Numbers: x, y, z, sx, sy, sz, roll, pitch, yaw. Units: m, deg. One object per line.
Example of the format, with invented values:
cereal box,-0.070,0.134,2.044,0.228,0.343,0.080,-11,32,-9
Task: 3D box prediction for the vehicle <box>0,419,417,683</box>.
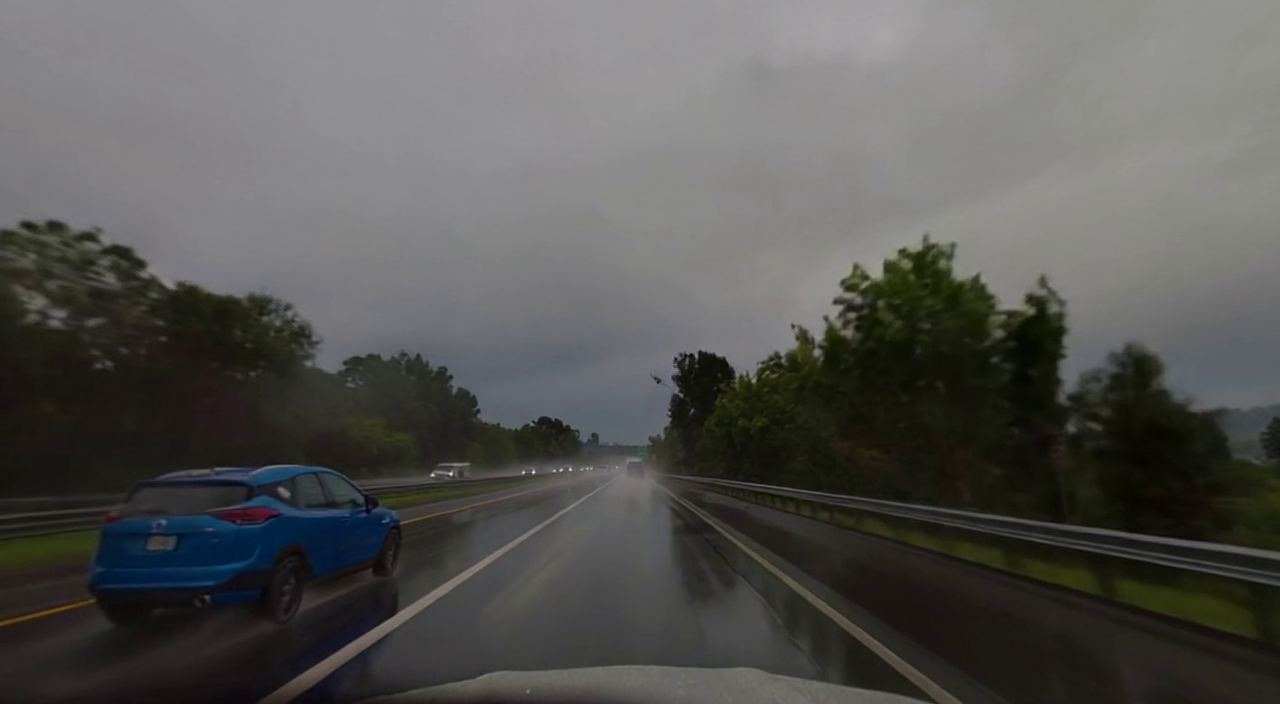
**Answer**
vehicle,-3.821,1.542,5.809,2.017,1.516,4.041,1,-11,0
